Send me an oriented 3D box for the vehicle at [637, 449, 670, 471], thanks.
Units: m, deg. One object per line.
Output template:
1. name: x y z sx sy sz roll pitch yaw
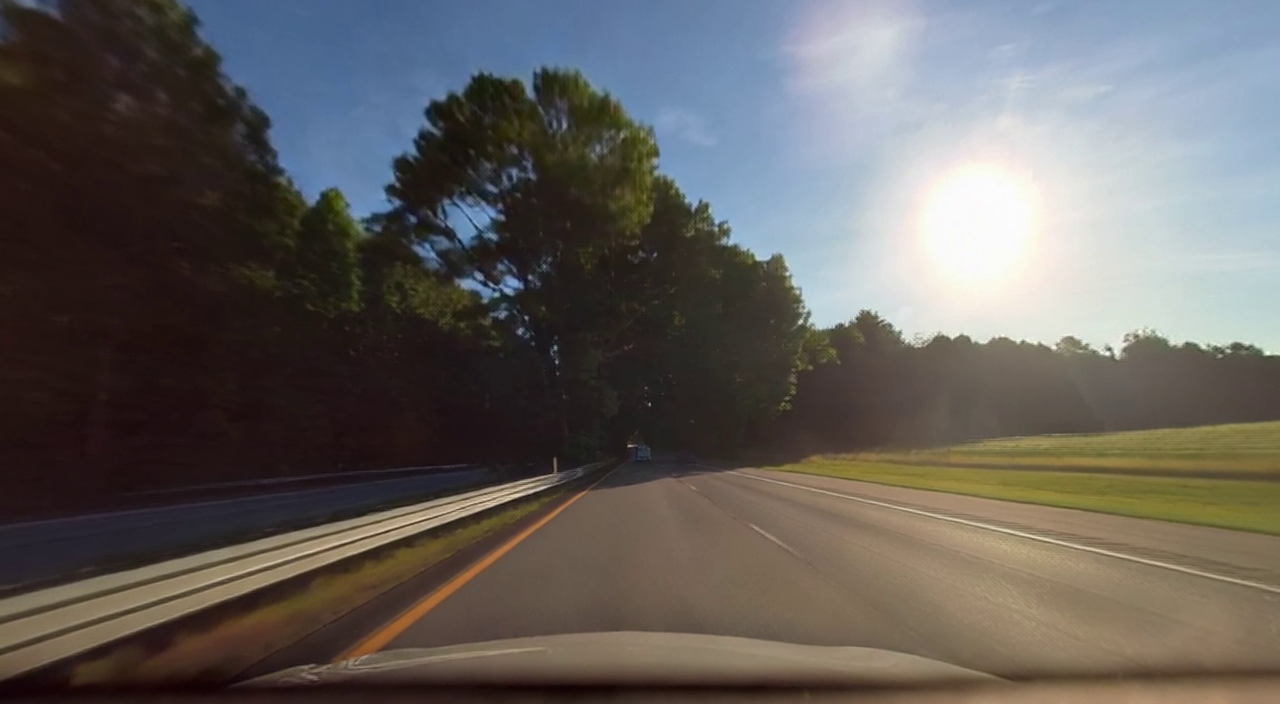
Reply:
1. vehicle: 0.898 7.643 44.700 2.162 1.492 3.975 0 -9 0

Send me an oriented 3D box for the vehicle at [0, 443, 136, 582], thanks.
1. vehicle: -8.238 1.790 6.900 1.924 1.563 4.206 0 -9 0
